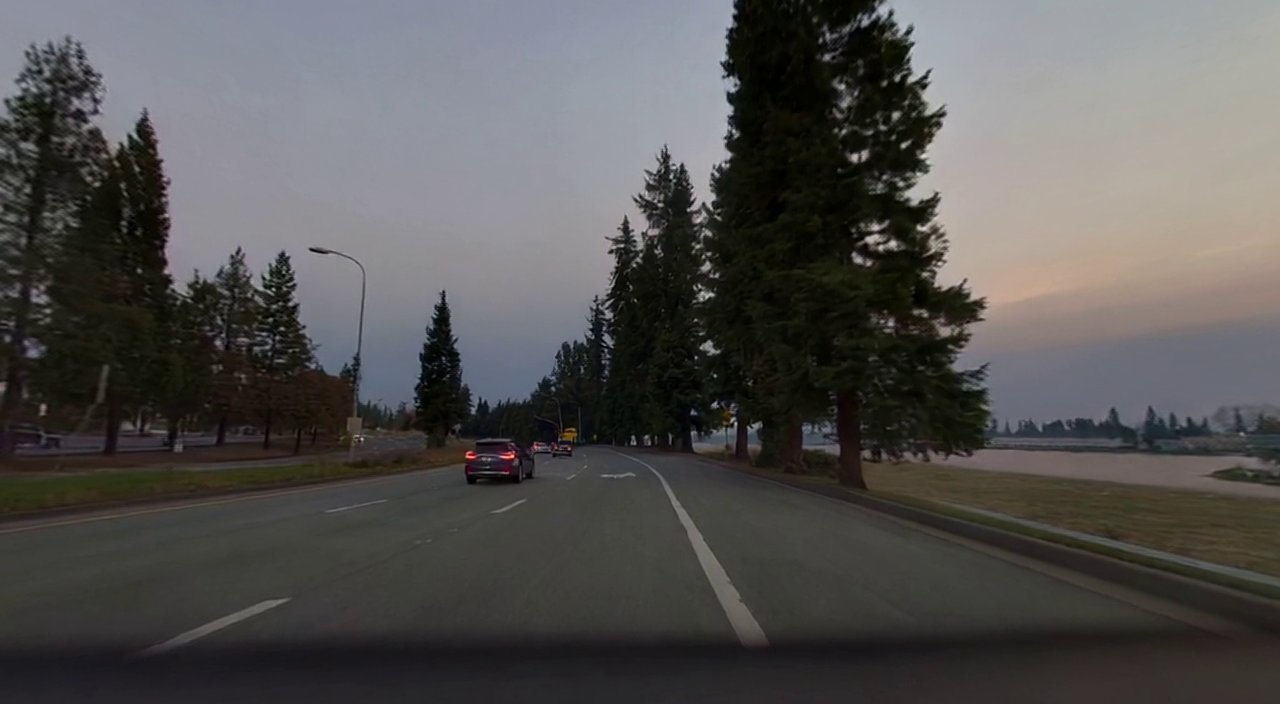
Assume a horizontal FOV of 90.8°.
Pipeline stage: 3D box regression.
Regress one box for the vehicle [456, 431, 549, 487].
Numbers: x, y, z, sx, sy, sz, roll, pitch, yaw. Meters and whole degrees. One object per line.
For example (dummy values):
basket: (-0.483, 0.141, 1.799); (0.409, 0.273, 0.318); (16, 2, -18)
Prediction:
vehicle: (-4.642, 3.708, 22.146); (2.210, 1.737, 4.649); (0, -8, 0)
